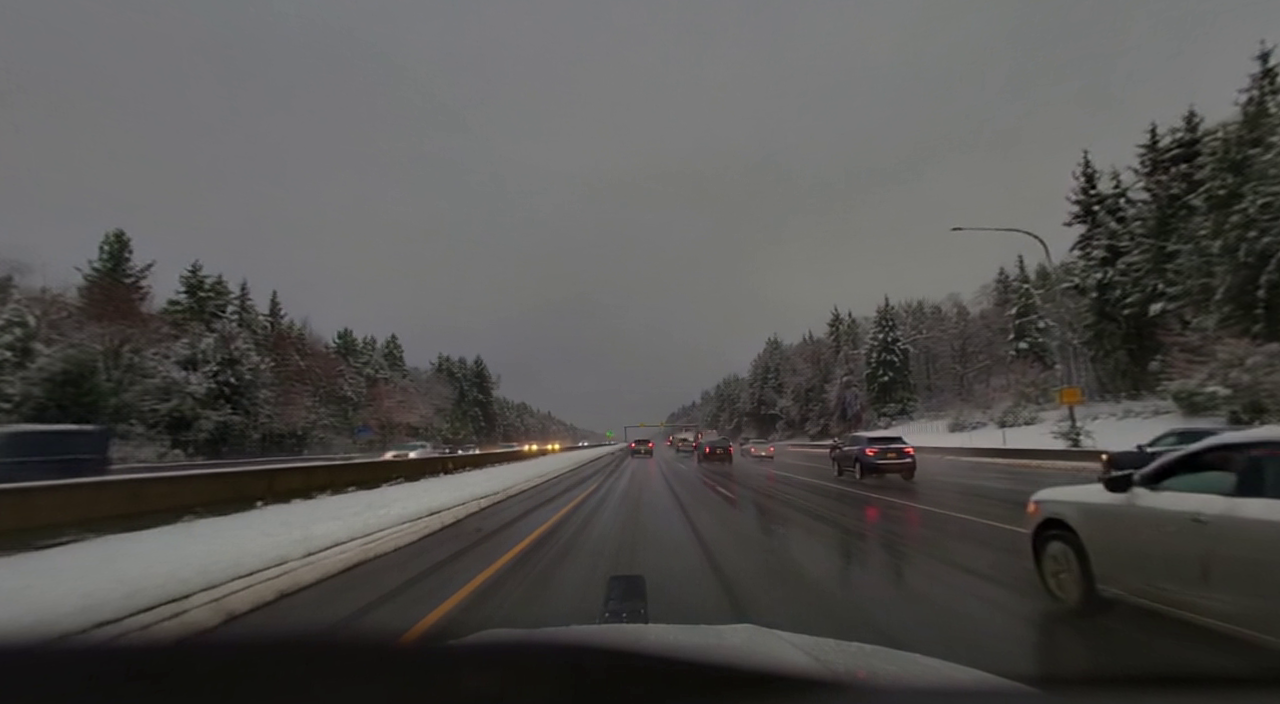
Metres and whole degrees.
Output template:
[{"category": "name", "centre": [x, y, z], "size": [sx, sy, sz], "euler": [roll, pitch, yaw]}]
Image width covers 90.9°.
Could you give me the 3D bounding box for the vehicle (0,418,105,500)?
[{"category": "vehicle", "centre": [-21.362, 3.484, 20.630], "size": [2.442, 2.577, 5.925], "euler": [0, -8, 0]}]

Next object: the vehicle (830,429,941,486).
[{"category": "vehicle", "centre": [8.145, 3.540, 21.394], "size": [1.986, 1.703, 4.226], "euler": [0, -8, -1]}]

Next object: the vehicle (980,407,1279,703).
[{"category": "vehicle", "centre": [4.171, 1.019, 3.083], "size": [2.223, 1.483, 5.075], "euler": [0, -8, 0]}]

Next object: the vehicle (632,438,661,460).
[{"category": "vehicle", "centre": [0.492, 7.438, 48.368], "size": [2.124, 1.639, 4.122], "euler": [0, -8, 1]}]

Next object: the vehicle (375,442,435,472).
[{"category": "vehicle", "centre": [-13.586, 6.072, 36.757], "size": [1.847, 1.610, 4.188], "euler": [0, -8, 0]}]

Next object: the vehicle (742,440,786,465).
[{"category": "vehicle", "centre": [8.033, 6.532, 41.154], "size": [1.919, 1.476, 4.303], "euler": [0, -8, -1]}]

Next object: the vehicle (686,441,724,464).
[{"category": "vehicle", "centre": [4.433, 6.905, 43.500], "size": [2.118, 1.438, 4.312], "euler": [0, -8, -1]}]
